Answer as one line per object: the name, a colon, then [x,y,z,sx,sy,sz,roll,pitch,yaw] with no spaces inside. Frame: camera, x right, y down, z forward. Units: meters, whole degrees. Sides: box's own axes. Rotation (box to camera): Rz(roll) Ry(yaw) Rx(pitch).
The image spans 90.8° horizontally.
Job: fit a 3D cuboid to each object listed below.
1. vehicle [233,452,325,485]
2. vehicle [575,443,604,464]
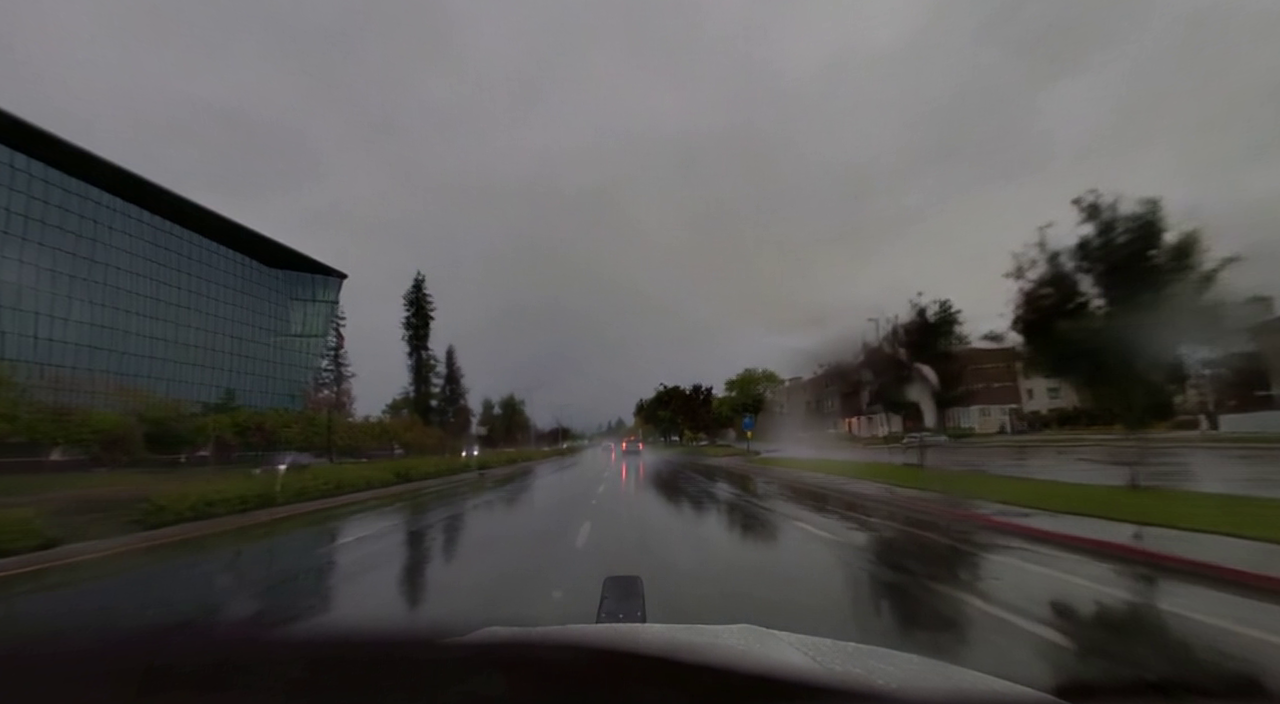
vehicle: [-18.107,5.841,32.005,1.972,1.457,4.716,-1,-8,-2]
vehicle: [-3.882,7.853,49.034,2.080,1.445,4.096,-1,-8,-2]
